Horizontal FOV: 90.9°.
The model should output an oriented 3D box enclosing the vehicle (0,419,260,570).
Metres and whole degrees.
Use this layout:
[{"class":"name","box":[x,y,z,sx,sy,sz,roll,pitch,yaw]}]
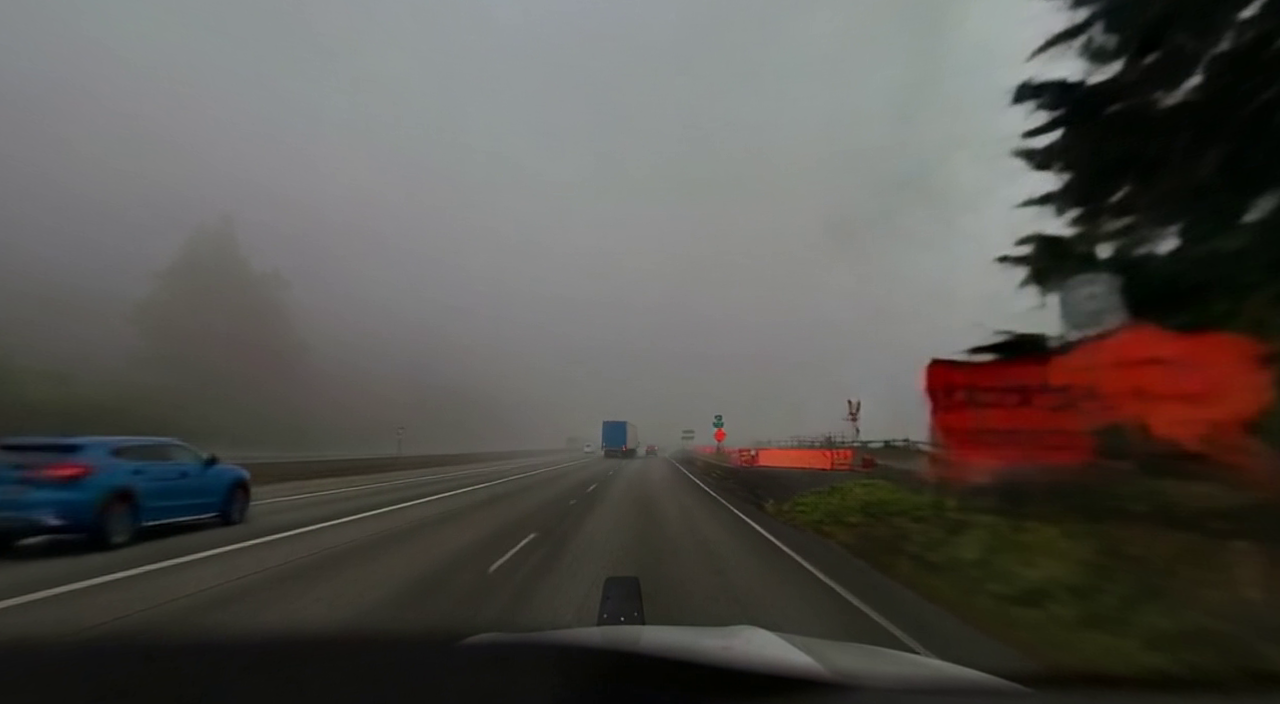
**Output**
[{"class":"vehicle","box":[-7.451,1.820,8.661,1.893,1.566,4.051,0,-9,0]}]
